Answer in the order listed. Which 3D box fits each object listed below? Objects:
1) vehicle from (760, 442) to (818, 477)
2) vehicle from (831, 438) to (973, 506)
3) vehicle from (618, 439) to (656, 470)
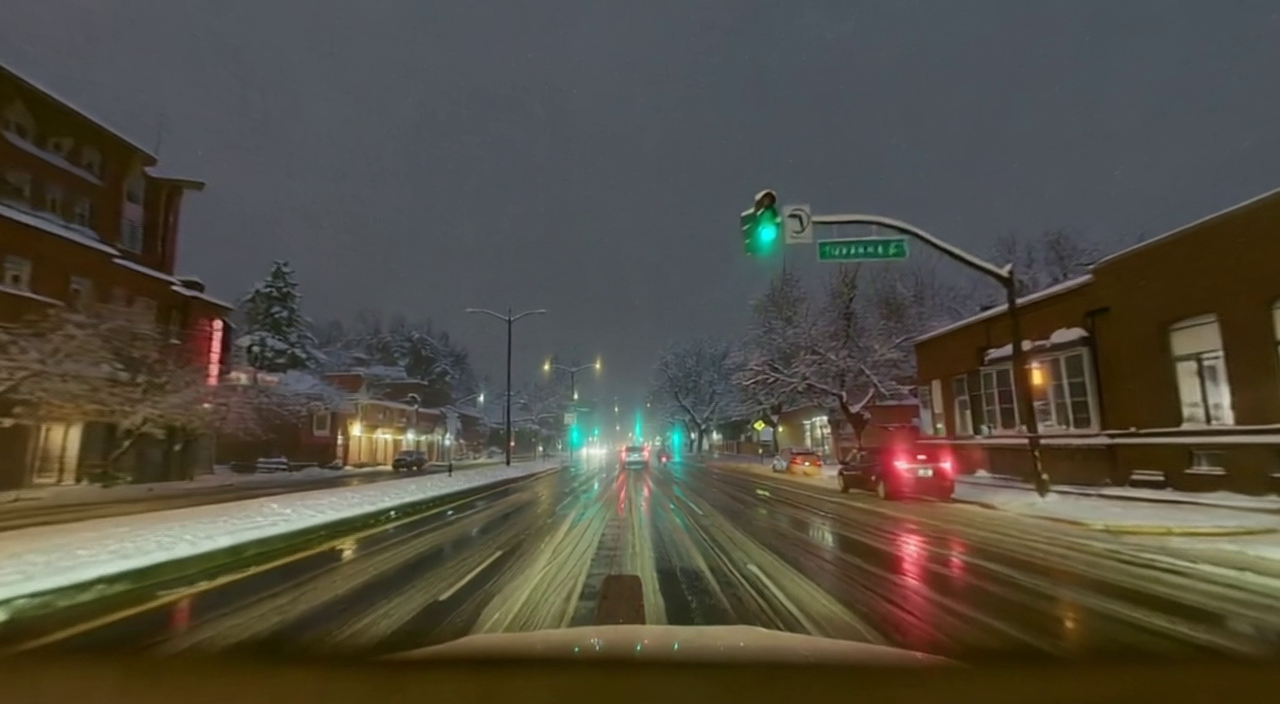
[{"bbox_3d":[7.112,5.172,30.595,1.785,1.586,3.896,0,-9,-1],"label":"vehicle"},{"bbox_3d":[6.928,3.196,17.283,2.069,1.590,4.066,0,-9,-1],"label":"vehicle"},{"bbox_3d":[-0.232,6.205,38.416,2.223,1.775,4.250,0,-9,-2],"label":"vehicle"}]
